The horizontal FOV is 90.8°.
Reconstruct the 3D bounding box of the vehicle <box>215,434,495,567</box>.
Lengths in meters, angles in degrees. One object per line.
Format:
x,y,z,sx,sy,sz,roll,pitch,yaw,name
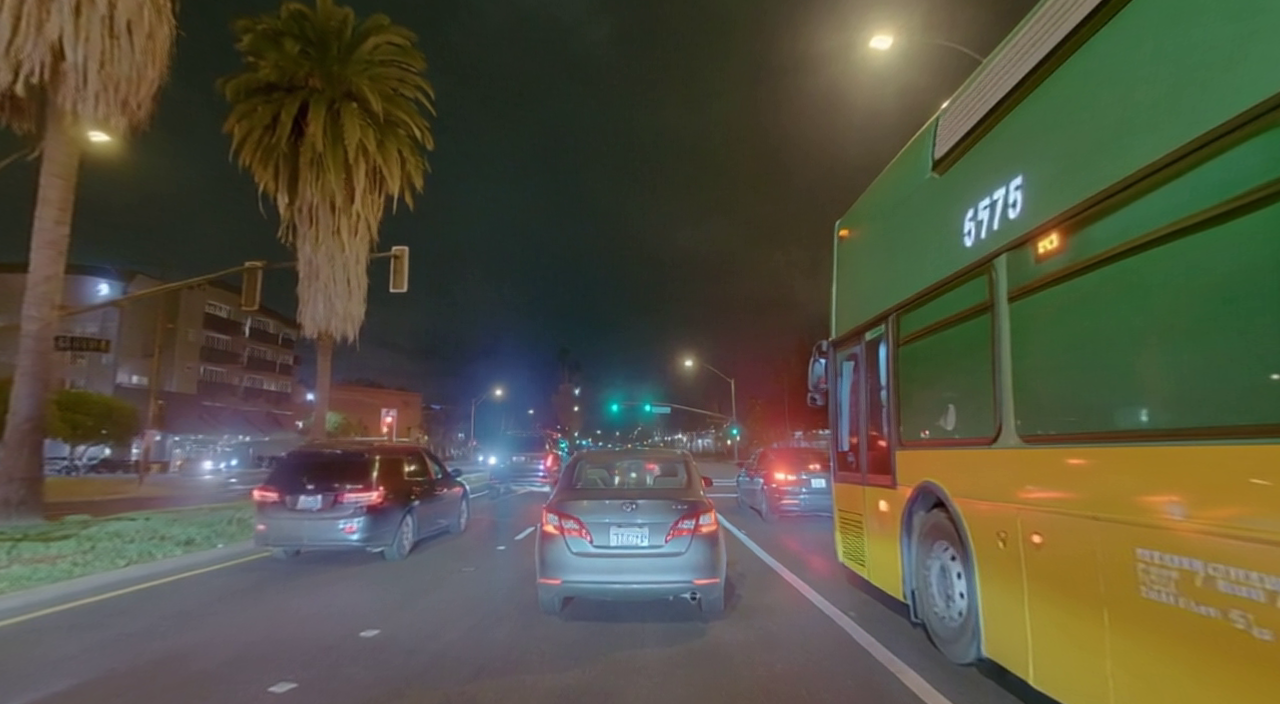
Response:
-3.566,1.921,8.955,1.919,1.415,4.178,0,-9,1,vehicle

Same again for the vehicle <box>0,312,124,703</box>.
-3.564,0.469,0.388,2.145,1.824,4.974,0,-9,2,vehicle

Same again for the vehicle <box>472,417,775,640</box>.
-0.122,1.495,6.300,2.060,1.499,3.831,0,-9,0,vehicle

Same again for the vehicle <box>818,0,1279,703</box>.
3.568,-0.558,0.644,3.068,4.026,13.534,0,-9,1,vehicle

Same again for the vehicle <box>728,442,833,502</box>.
3.790,3.314,17.922,1.989,1.467,4.364,0,-9,0,vehicle
